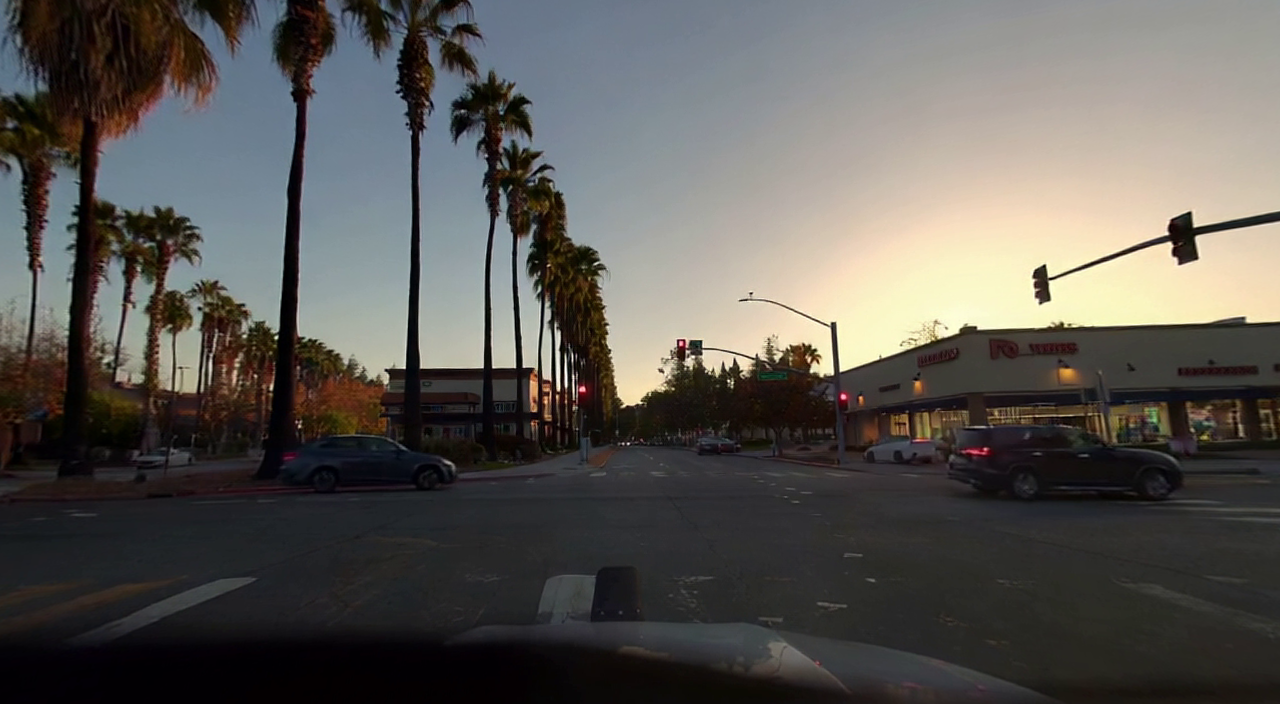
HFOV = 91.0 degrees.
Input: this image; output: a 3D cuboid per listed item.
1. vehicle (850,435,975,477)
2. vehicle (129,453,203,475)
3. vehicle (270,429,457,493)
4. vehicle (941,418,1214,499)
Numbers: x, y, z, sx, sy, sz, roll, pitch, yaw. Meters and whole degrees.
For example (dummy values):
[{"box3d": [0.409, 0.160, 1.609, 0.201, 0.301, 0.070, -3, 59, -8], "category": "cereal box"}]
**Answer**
[{"box3d": [12.059, 4.577, 27.928, 4.722, 1.717, 2.000, -5, -10, 33], "category": "vehicle"}, {"box3d": [-37.286, 8.820, 49.701, 2.160, 1.565, 4.868, 0, -9, -1], "category": "vehicle"}, {"box3d": [-8.392, 3.282, 19.307, 4.854, 1.699, 2.152, 6, -10, -35], "category": "vehicle"}, {"box3d": [11.389, 2.805, 16.720, 5.619, 1.951, 2.321, 1, -8, -5], "category": "vehicle"}]
